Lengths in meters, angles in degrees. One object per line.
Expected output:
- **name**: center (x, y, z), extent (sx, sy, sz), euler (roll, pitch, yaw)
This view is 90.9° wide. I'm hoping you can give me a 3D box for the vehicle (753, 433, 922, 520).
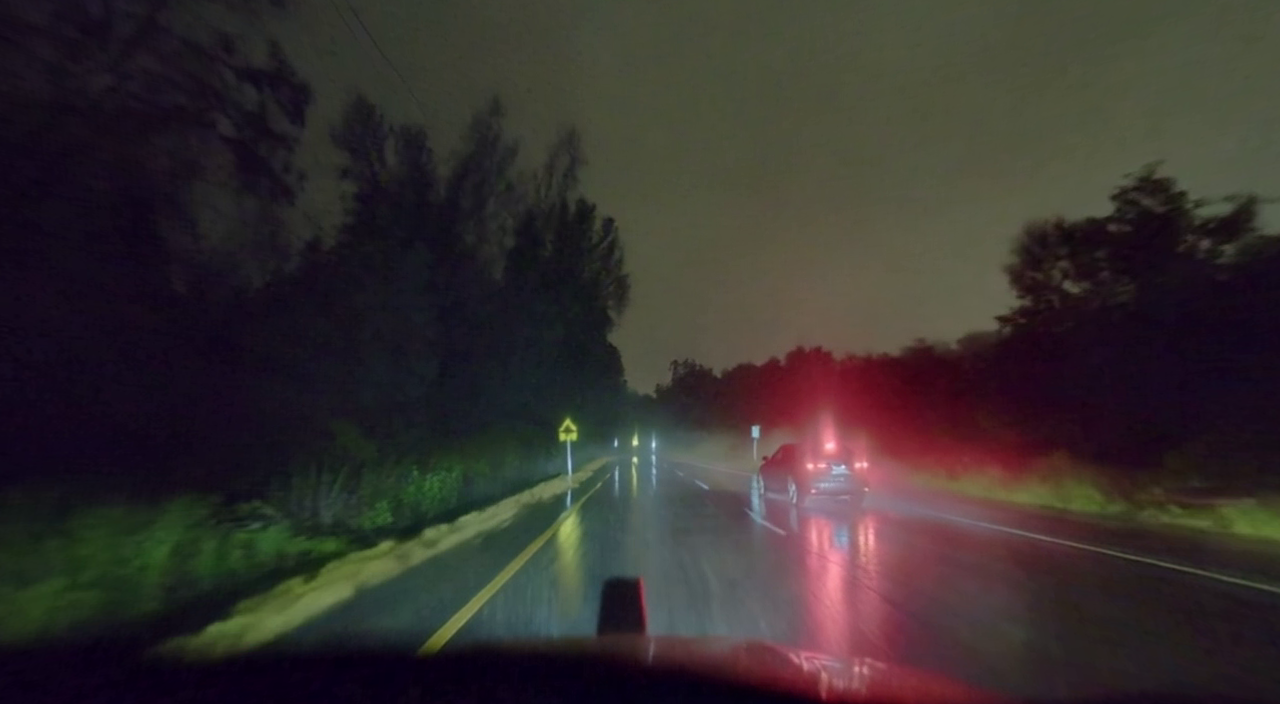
- **vehicle**: center (3.797, 2.469, 13.080), extent (2.003, 1.466, 4.441), euler (0, -8, -1)
